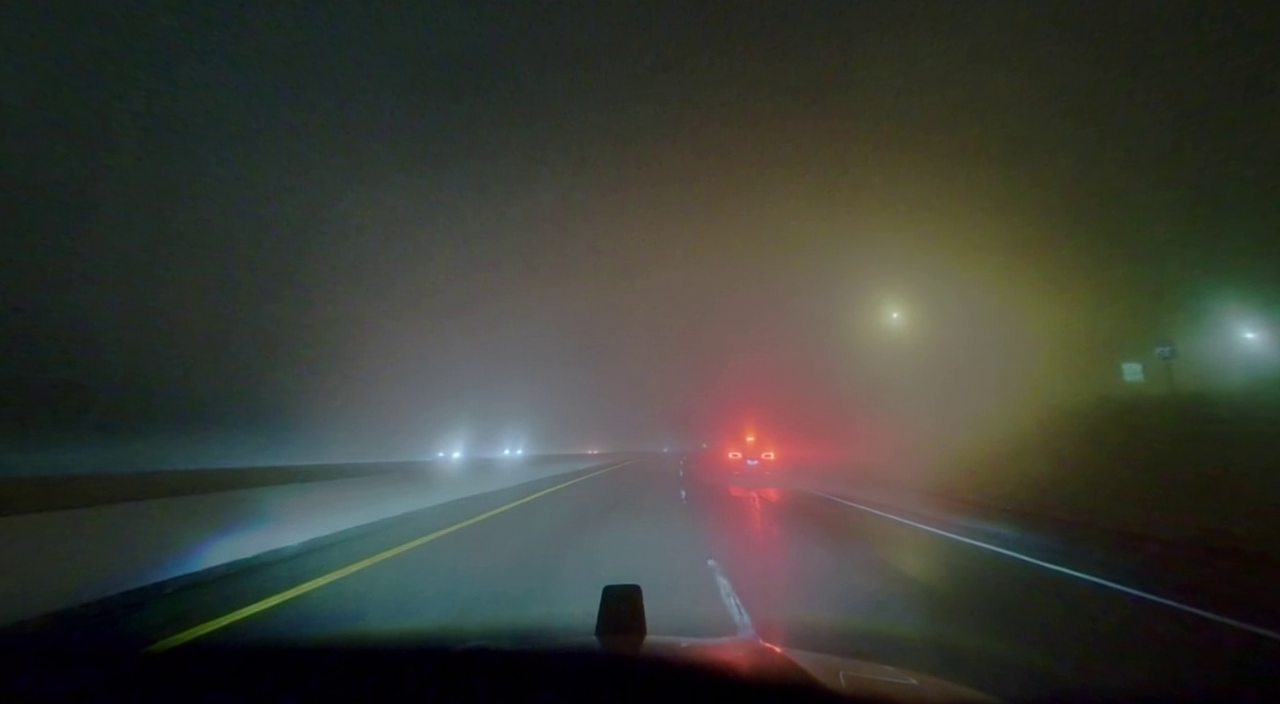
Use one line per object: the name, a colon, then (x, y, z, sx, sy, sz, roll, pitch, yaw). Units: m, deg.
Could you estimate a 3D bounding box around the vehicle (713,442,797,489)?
vehicle: (3.766, 3.775, 21.315, 2.124, 1.405, 4.398, 0, -8, 2)
